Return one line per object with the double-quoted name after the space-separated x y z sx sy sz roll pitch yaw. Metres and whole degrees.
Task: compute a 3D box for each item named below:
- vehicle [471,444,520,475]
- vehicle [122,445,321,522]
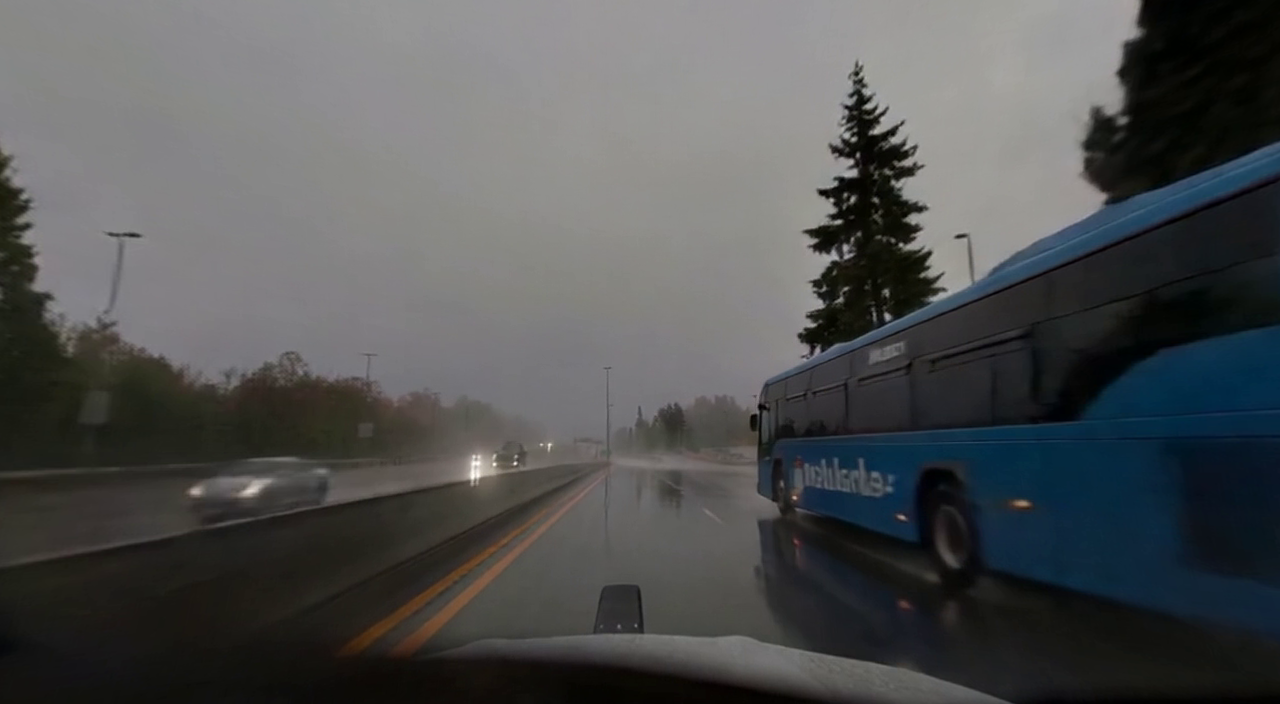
-9.246 6.894 40.489 2.033 1.845 4.537 0 -8 0 "vehicle"
-9.197 2.874 14.249 1.868 1.477 3.860 0 -8 -1 "vehicle"
